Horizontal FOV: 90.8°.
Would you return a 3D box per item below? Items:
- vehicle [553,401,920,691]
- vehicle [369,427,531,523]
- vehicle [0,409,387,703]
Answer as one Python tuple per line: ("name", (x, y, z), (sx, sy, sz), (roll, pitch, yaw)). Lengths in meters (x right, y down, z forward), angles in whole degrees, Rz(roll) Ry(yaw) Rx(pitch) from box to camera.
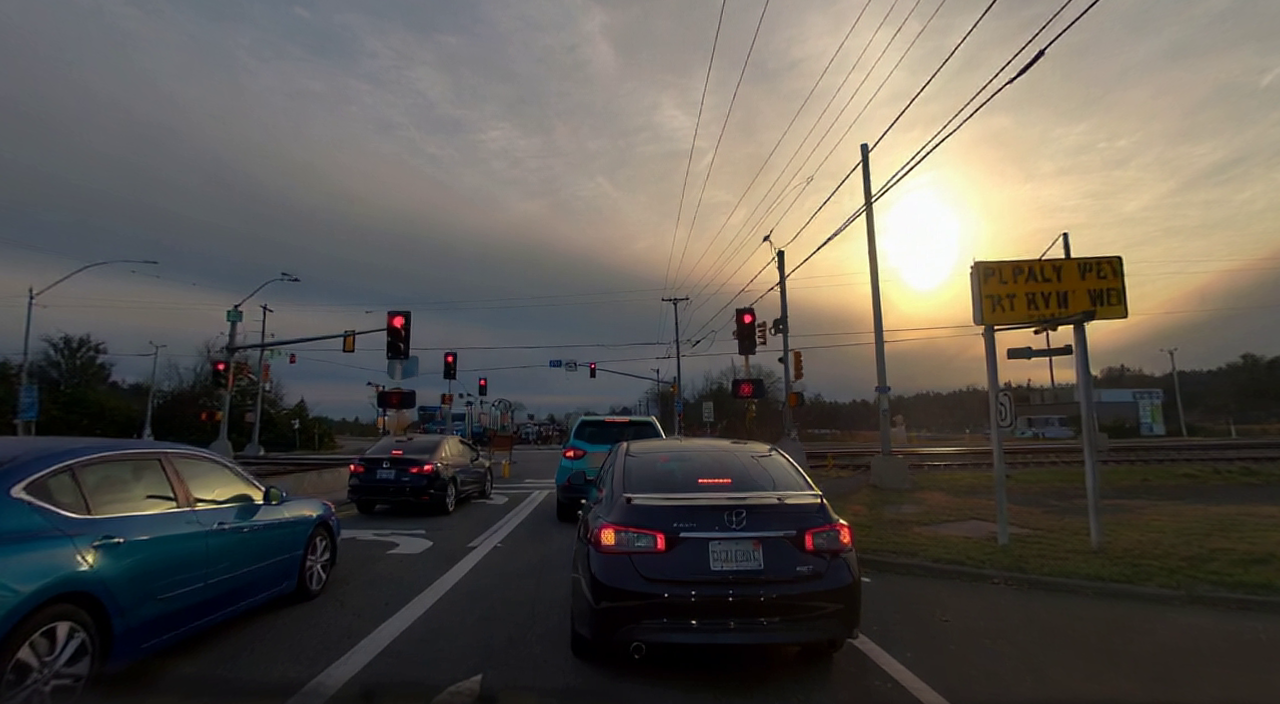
("vehicle", (0.409, 1.335, 5.462), (1.998, 1.529, 3.960), (1, -9, -4))
("vehicle", (-3.365, 2.263, 12.082), (1.984, 1.505, 3.982), (0, -9, -2))
("vehicle", (-3.709, 1.248, 4.446), (1.956, 1.468, 4.585), (0, -9, 0))
